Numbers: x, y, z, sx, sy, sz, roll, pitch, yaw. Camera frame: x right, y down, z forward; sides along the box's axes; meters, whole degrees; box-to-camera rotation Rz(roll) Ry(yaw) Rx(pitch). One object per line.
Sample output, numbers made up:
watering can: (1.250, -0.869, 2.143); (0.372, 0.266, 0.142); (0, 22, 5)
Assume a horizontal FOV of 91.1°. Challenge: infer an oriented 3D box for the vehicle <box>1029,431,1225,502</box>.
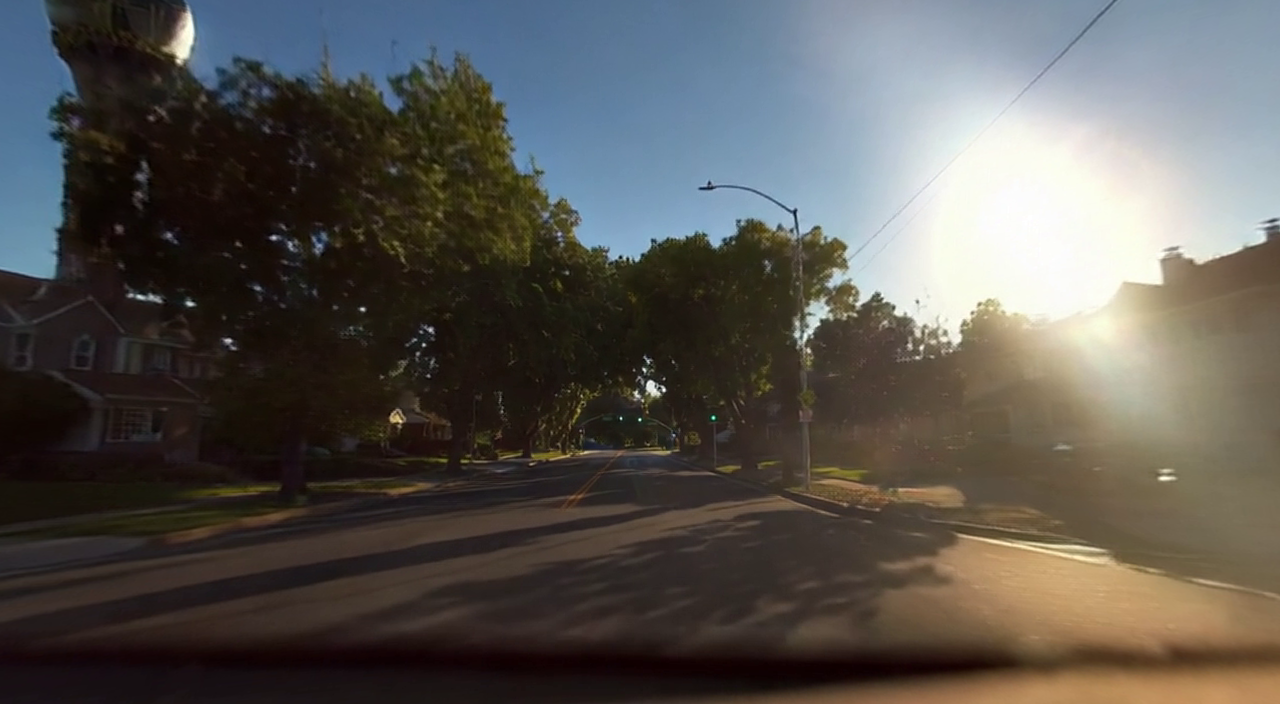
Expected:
vehicle: (10.639, 2.458, 13.911); (3.191, 1.365, 1.458); (-6, -10, 38)
